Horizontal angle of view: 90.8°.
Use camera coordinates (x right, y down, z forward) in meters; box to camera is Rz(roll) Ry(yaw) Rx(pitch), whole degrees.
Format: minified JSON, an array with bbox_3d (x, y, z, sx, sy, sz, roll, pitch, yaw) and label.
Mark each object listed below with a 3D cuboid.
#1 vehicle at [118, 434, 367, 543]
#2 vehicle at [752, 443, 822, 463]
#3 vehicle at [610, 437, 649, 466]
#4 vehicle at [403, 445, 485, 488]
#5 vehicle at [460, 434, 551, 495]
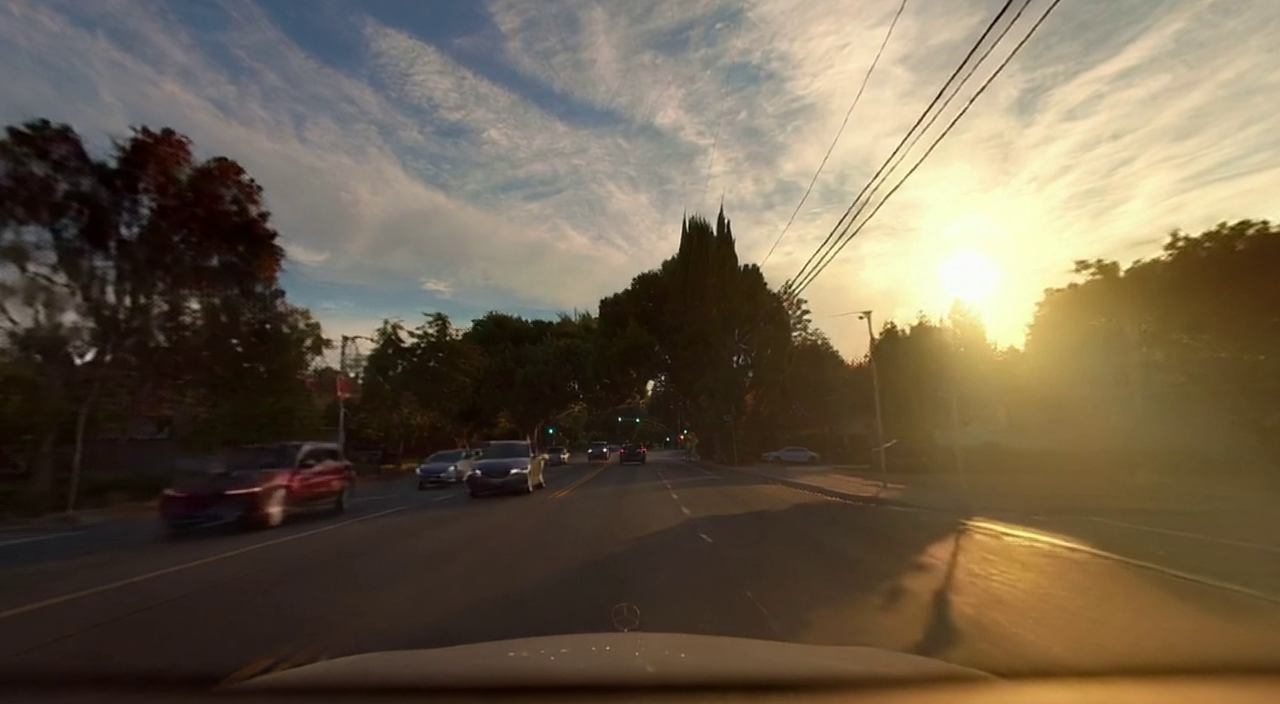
[{"bbox_3d":[-7.446,2.567,12.552,2.069,1.654,4.458,-2,-9,0],"label":"vehicle"},{"bbox_3d":[10.995,7.588,47.439,4.697,1.462,1.881,0,-8,-2],"label":"vehicle"},{"bbox_3d":[-0.654,7.046,44.869,2.554,1.902,5.329,0,-9,1],"label":"vehicle"},{"bbox_3d":[-8.034,4.709,26.335,2.054,1.528,4.297,-2,-9,0],"label":"vehicle"},{"bbox_3d":[-4.139,3.523,20.145,1.955,1.723,4.287,0,-9,0],"label":"vehicle"}]
